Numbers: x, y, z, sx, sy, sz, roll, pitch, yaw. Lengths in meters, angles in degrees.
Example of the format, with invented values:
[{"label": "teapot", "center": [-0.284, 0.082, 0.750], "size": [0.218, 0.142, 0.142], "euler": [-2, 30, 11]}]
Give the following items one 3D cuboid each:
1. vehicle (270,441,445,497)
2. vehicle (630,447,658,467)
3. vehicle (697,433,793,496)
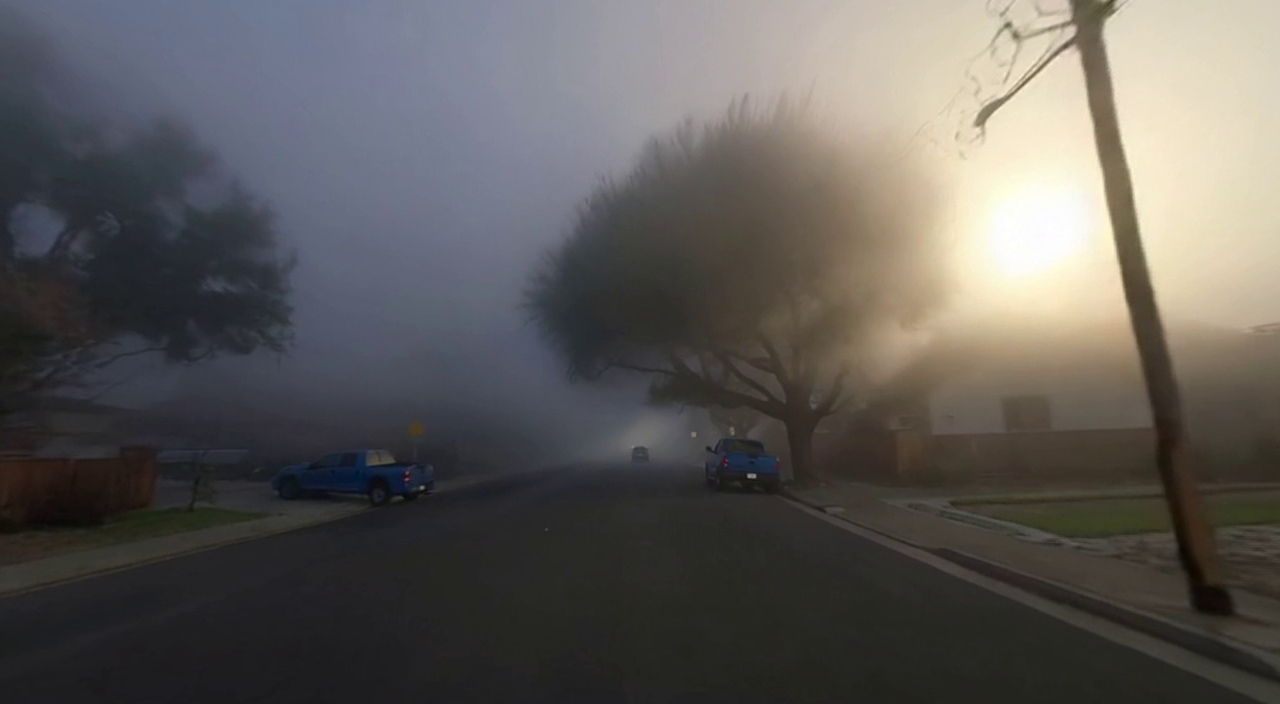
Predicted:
[{"label": "vehicle", "center": [-9.476, 3.950, 21.479], "size": [4.947, 1.769, 2.023], "euler": [0, -9, 2]}, {"label": "vehicle", "center": [0.324, 8.009, 48.278], "size": [2.064, 1.477, 3.968], "euler": [0, -9, 1]}, {"label": "vehicle", "center": [3.475, 3.864, 22.240], "size": [2.394, 1.901, 5.759], "euler": [0, -9, 0]}]
